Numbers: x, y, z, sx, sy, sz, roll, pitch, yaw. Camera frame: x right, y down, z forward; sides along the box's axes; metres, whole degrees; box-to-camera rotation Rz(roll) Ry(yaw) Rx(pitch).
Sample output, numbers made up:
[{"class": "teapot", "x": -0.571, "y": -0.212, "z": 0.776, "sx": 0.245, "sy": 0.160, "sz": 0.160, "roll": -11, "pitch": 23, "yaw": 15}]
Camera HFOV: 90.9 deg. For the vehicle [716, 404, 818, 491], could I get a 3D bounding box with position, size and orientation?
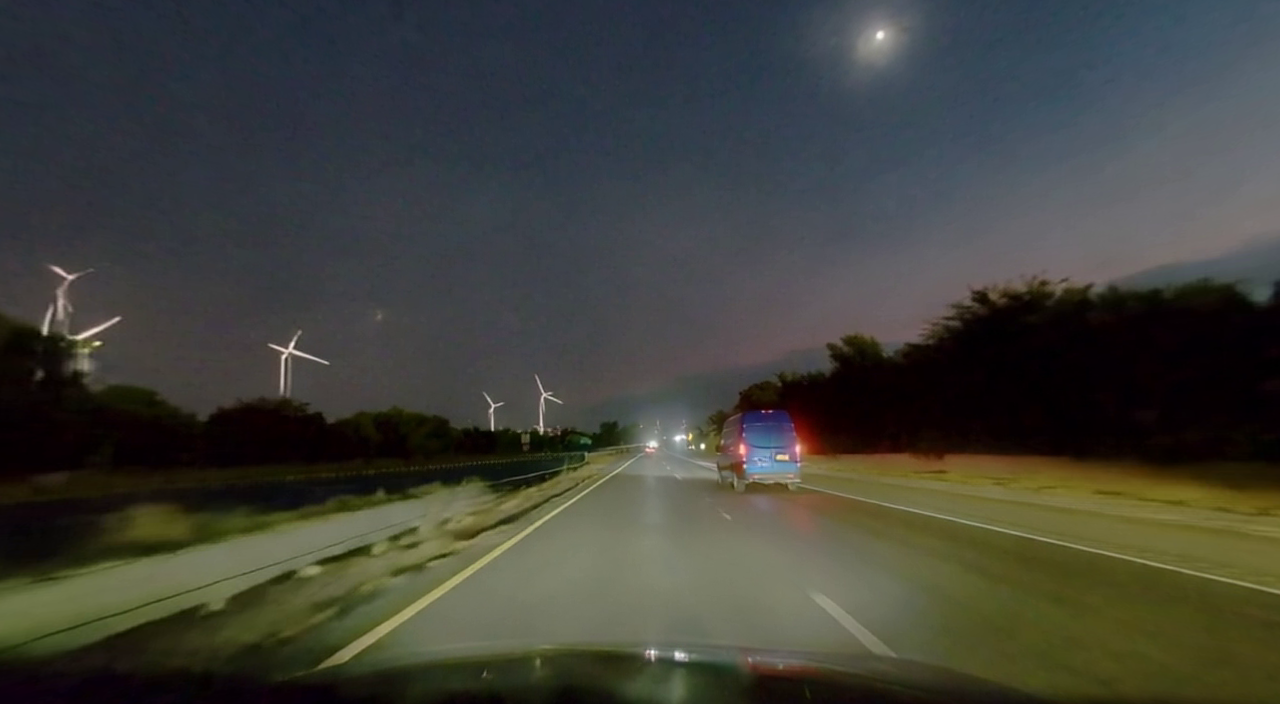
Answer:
[{"class": "vehicle", "x": 4.363, "y": 3.449, "z": 22.799, "sx": 2.437, "sy": 2.735, "sz": 5.507, "roll": 0, "pitch": -9, "yaw": -1}]
